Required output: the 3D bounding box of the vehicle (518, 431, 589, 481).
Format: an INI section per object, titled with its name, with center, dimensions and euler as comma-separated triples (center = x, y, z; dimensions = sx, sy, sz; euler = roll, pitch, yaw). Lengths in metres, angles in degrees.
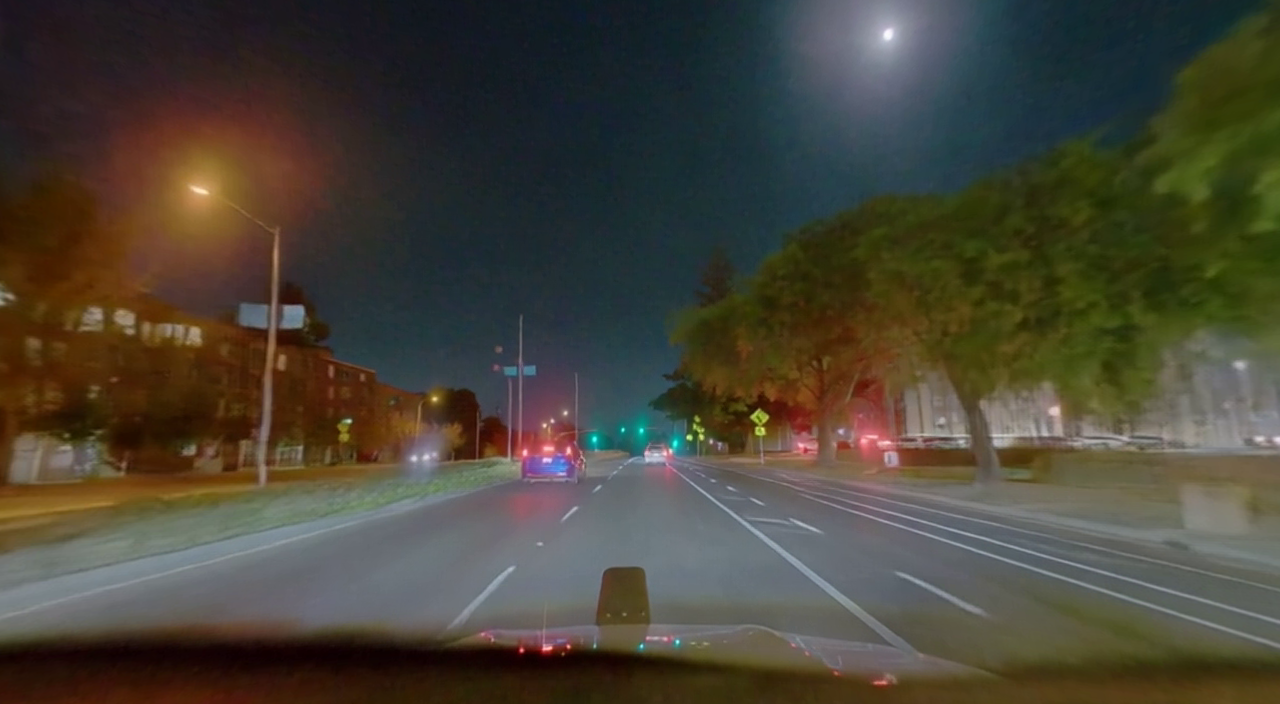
[vehicle]
center = -3.346, 4.135, 25.313
dimensions = 2.150, 1.812, 4.423
euler = 0, -8, 1
